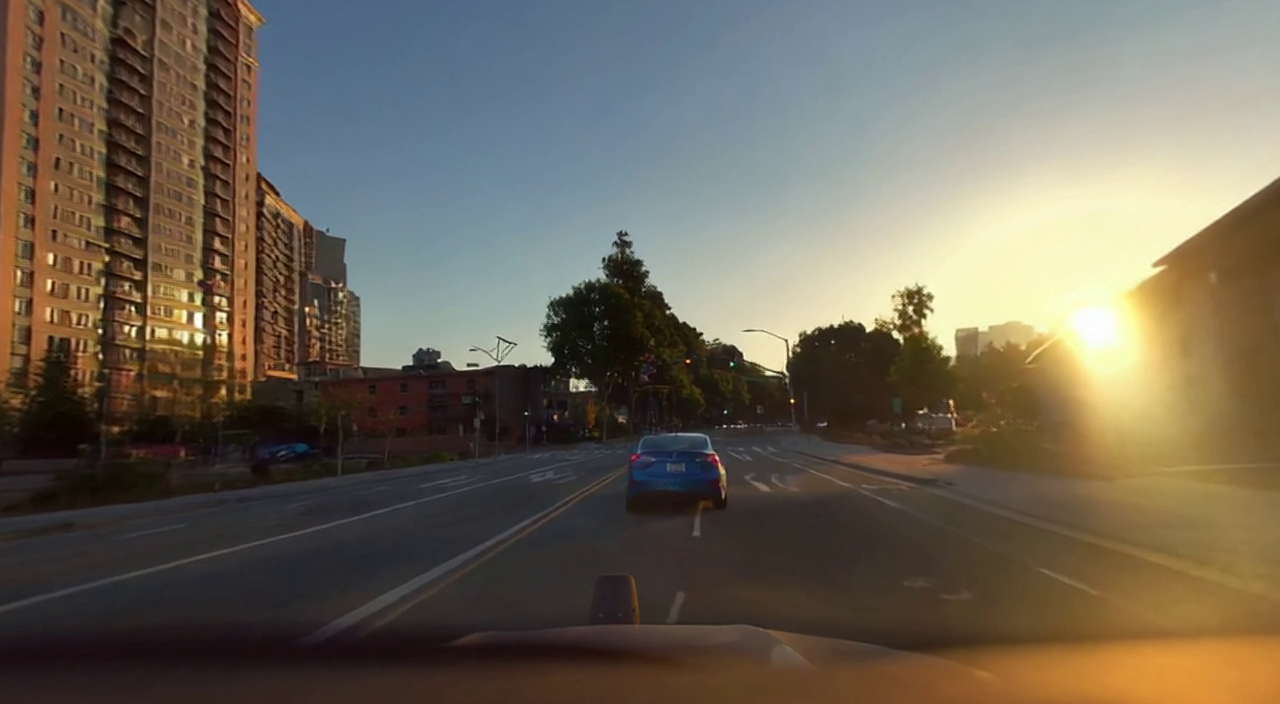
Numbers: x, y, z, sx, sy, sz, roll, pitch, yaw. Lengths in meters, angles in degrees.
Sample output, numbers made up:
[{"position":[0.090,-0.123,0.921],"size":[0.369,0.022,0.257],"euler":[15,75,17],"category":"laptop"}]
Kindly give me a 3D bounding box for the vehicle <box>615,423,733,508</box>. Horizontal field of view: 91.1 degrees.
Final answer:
[{"position":[0.658,2.172,12.610],"size":[1.950,1.401,4.159],"euler":[0,-8,3],"category":"vehicle"}]
